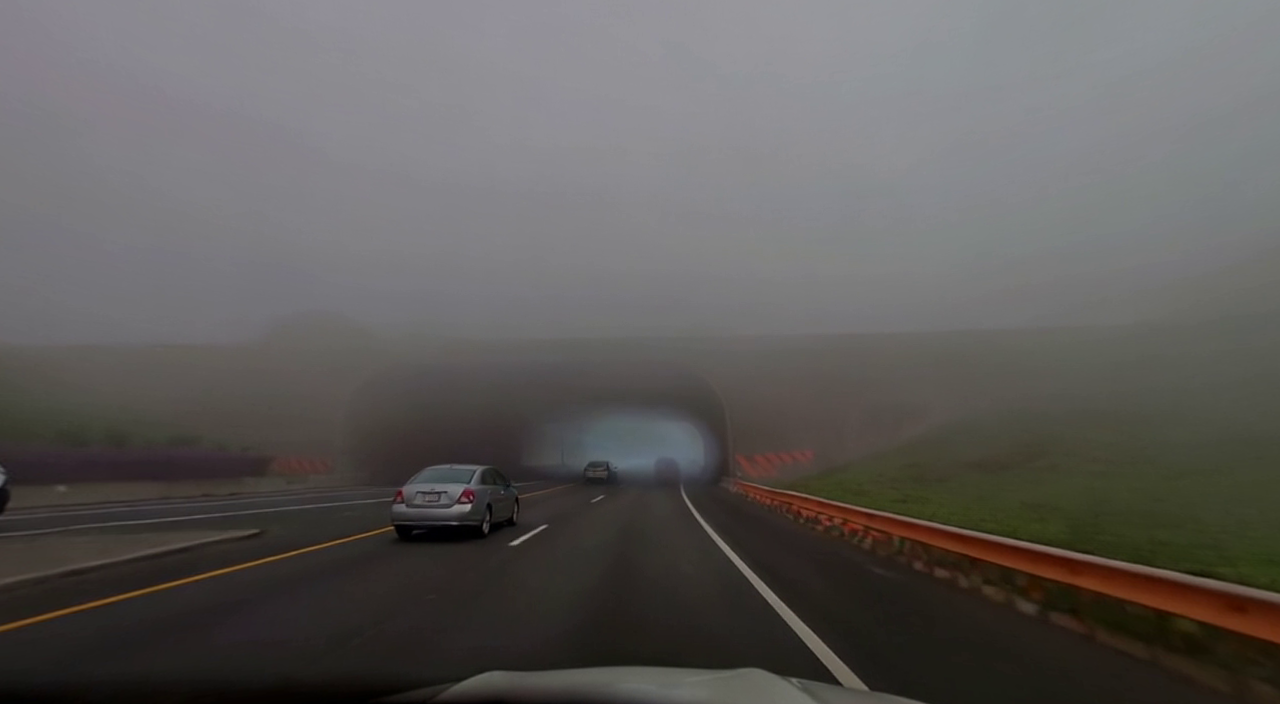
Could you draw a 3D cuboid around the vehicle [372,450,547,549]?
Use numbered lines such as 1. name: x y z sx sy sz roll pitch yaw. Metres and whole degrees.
1. vehicle: -3.071 2.616 11.638 1.992 1.466 3.690 0 -10 2
